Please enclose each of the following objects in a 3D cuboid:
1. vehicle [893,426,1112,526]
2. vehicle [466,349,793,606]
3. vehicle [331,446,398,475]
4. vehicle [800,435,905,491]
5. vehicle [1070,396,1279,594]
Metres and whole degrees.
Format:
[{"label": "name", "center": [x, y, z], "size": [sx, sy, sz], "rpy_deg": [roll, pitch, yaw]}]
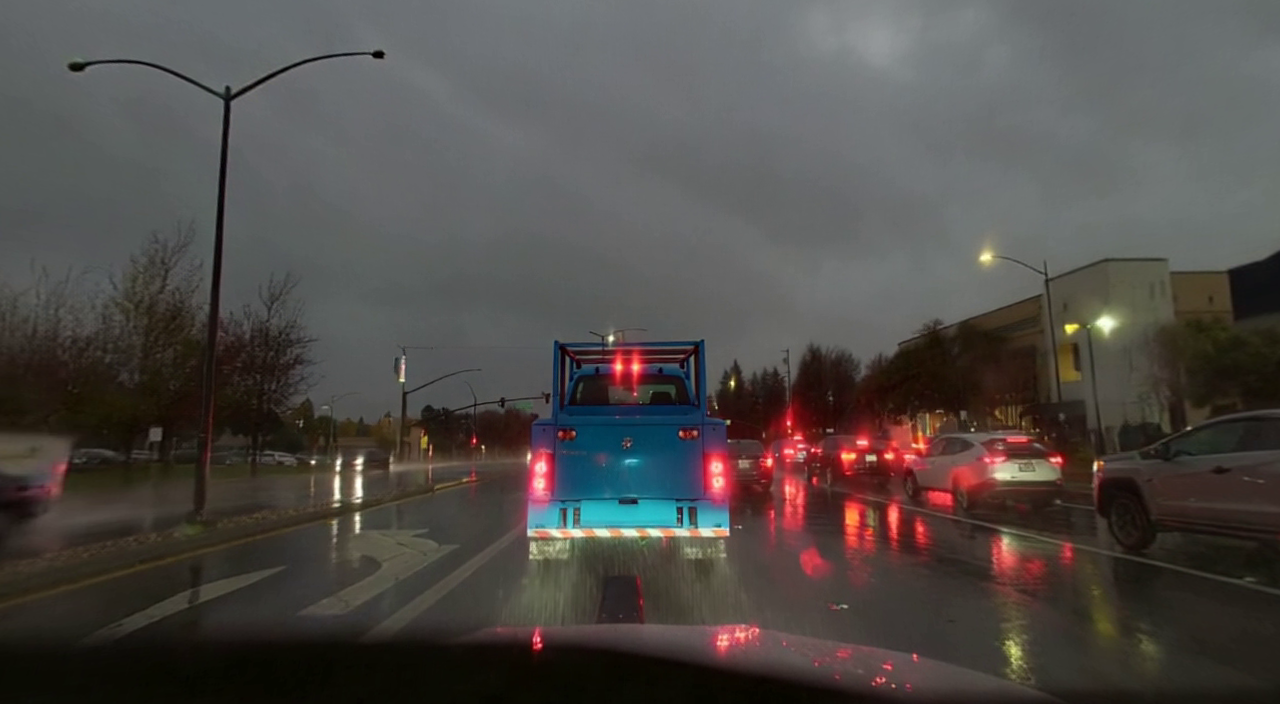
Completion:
[{"label": "vehicle", "center": [7.065, 2.440, 12.968], "size": [1.931, 1.692, 4.267], "rpy_deg": [0, -9, 0]}, {"label": "vehicle", "center": [-0.137, 1.449, 8.156], "size": [2.682, 2.117, 5.706], "rpy_deg": [0, -9, -1]}, {"label": "vehicle", "center": [-19.540, 7.691, 45.134], "size": [2.205, 1.916, 5.771], "rpy_deg": [0, -9, -1]}, {"label": "vehicle", "center": [7.065, 3.734, 21.585], "size": [1.953, 1.665, 4.327], "rpy_deg": [0, -9, -2]}, {"label": "vehicle", "center": [6.815, 1.361, 6.158], "size": [2.023, 1.771, 4.488], "rpy_deg": [0, -9, 0]}]
